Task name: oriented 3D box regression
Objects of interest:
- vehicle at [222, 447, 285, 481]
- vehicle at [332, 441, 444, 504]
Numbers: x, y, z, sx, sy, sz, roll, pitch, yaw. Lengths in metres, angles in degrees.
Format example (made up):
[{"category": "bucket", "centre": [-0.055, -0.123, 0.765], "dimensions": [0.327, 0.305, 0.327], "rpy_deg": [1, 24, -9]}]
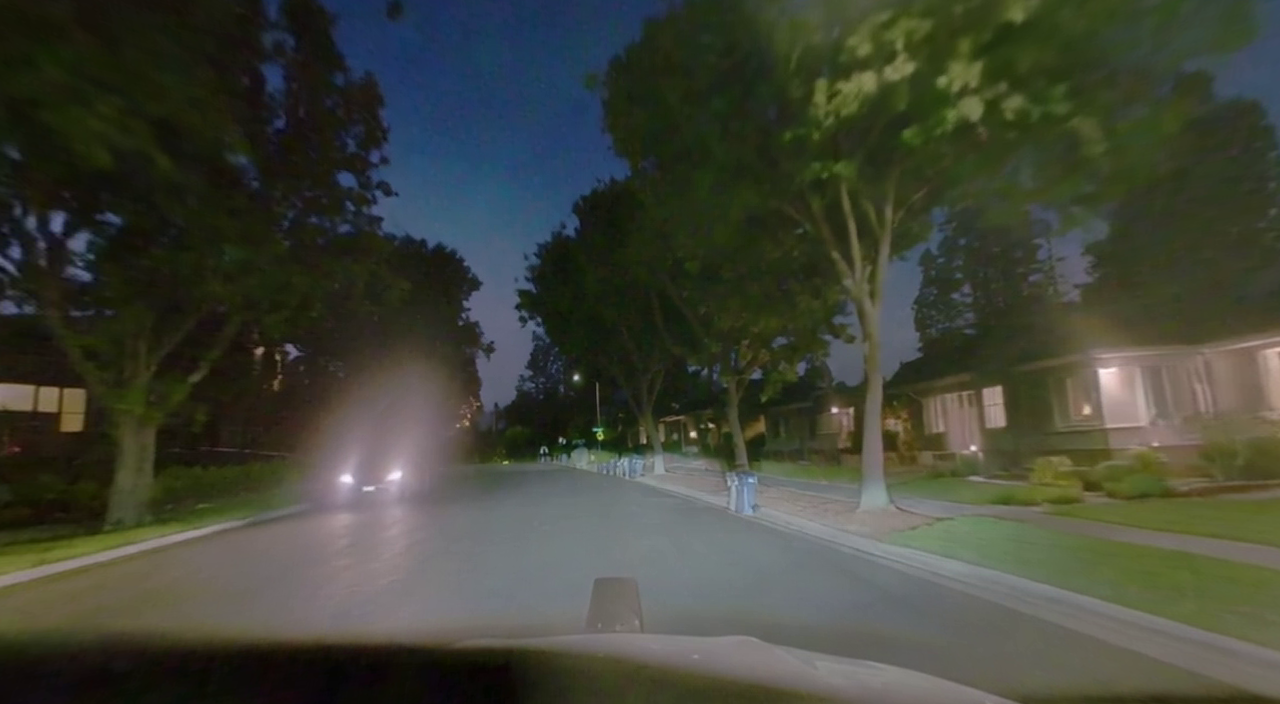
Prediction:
[{"category": "vehicle", "centre": [-22.376, 6.411, 36.510], "dimensions": [4.330, 1.813, 1.951], "rpy_deg": [-8, -12, 44]}, {"category": "vehicle", "centre": [-7.896, 3.778, 20.383], "dimensions": [2.217, 1.751, 4.763], "rpy_deg": [1, -9, -8]}]
